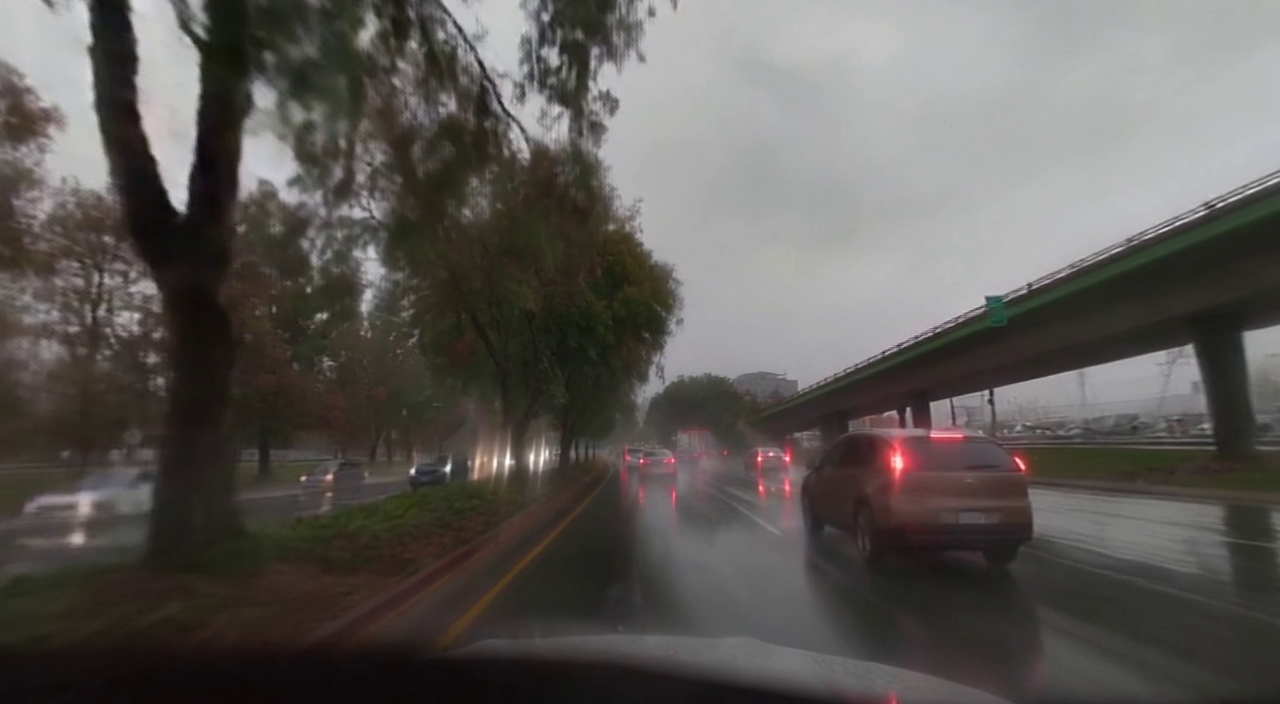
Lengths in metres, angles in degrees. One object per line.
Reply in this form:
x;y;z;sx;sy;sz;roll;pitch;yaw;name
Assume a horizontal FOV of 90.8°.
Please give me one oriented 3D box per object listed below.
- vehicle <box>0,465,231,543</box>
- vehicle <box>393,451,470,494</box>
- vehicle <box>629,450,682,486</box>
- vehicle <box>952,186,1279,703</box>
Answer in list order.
-12.196;3.509;15.177;1.798;1.434;4.356;-1;-9;0;vehicle
-8.722;5.036;26.766;1.897;1.663;3.838;0;-9;0;vehicle
0.620;4.799;26.364;2.027;1.341;3.775;0;-9;1;vehicle
3.558;0.552;2.010;2.588;2.321;4.927;0;-9;1;vehicle
